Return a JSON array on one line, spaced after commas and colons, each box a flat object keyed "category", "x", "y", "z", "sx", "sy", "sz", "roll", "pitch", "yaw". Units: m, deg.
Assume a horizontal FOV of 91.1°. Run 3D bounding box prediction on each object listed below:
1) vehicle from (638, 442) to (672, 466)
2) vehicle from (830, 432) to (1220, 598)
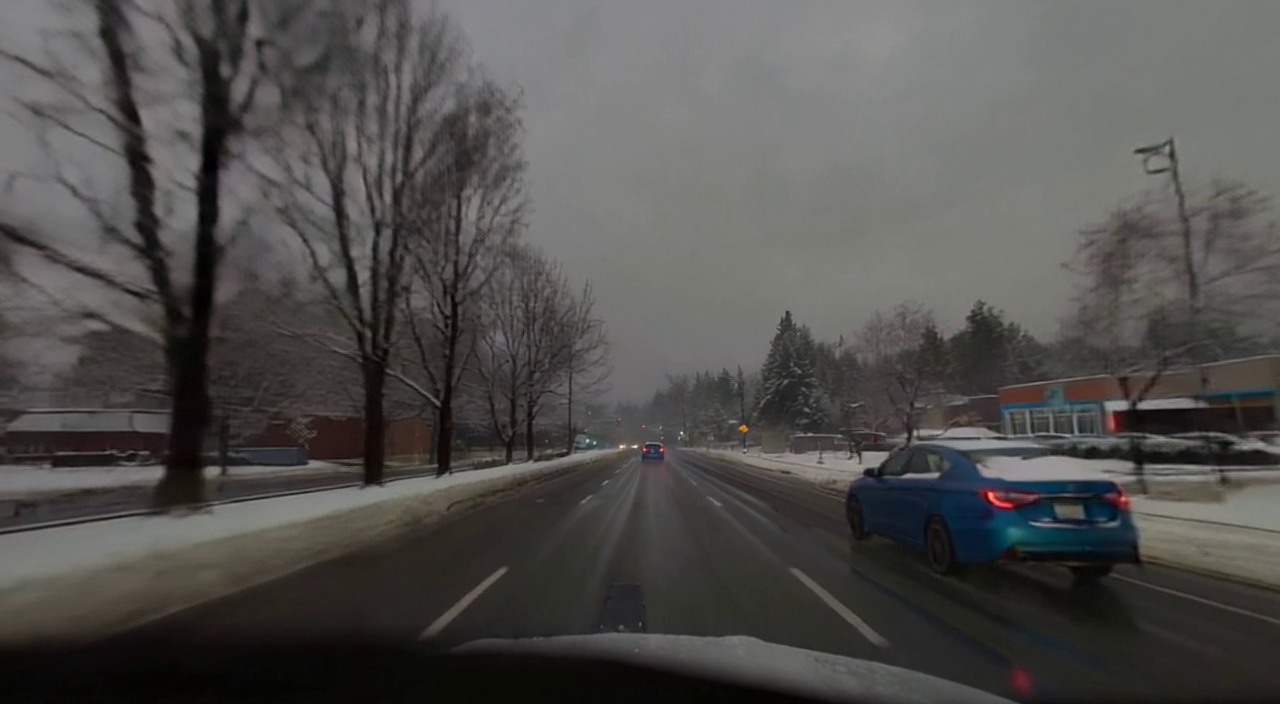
[{"category": "vehicle", "x": 0.977, "y": 6.782, "z": 41.835, "sx": 2.144, "sy": 1.505, "sz": 4.128, "roll": 0, "pitch": -8, "yaw": 0}, {"category": "vehicle", "x": 4.197, "y": 1.821, "z": 8.040, "sx": 2.053, "sy": 1.482, "sz": 4.568, "roll": 0, "pitch": -9, "yaw": -1}]
